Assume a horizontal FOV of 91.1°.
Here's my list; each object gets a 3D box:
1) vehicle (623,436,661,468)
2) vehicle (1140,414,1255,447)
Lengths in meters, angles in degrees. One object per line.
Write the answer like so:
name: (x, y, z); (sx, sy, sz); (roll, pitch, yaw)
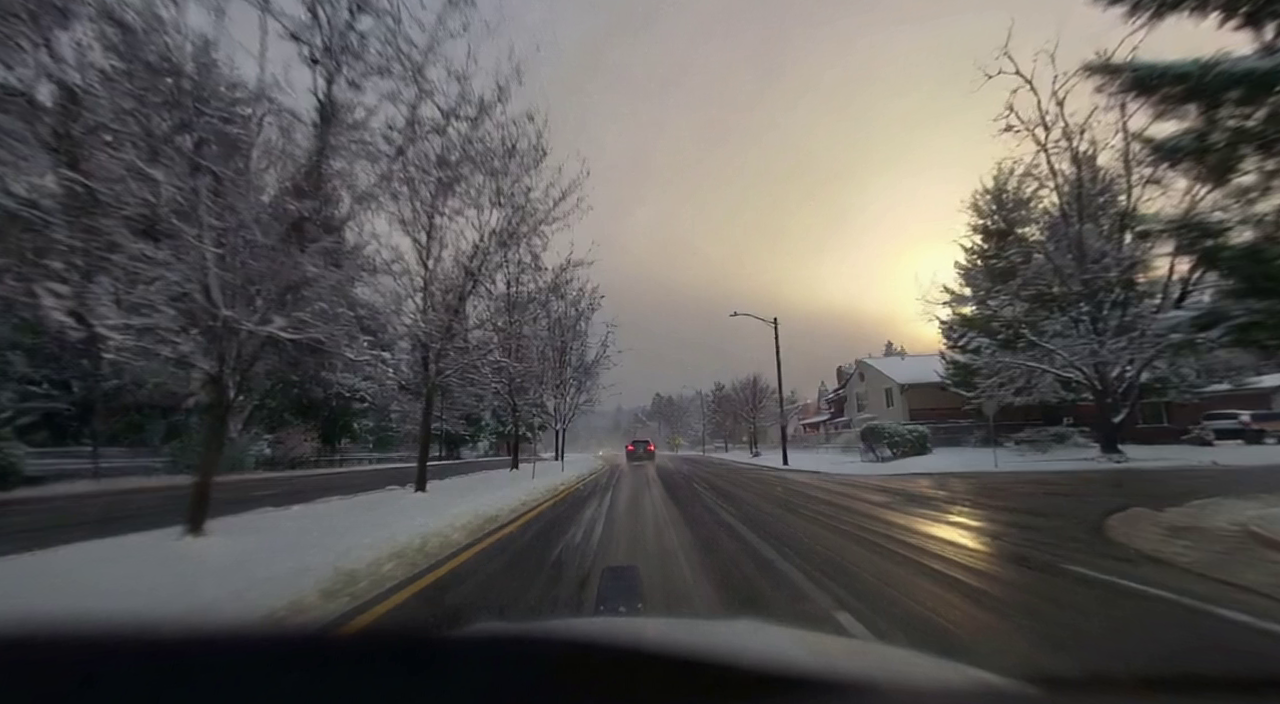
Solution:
vehicle: (0.063, 5.988, 37.706); (2.165, 1.783, 4.391); (0, -9, -2)
vehicle: (28.549, 4.084, 32.324); (1.922, 1.590, 4.106); (1, -9, -5)
